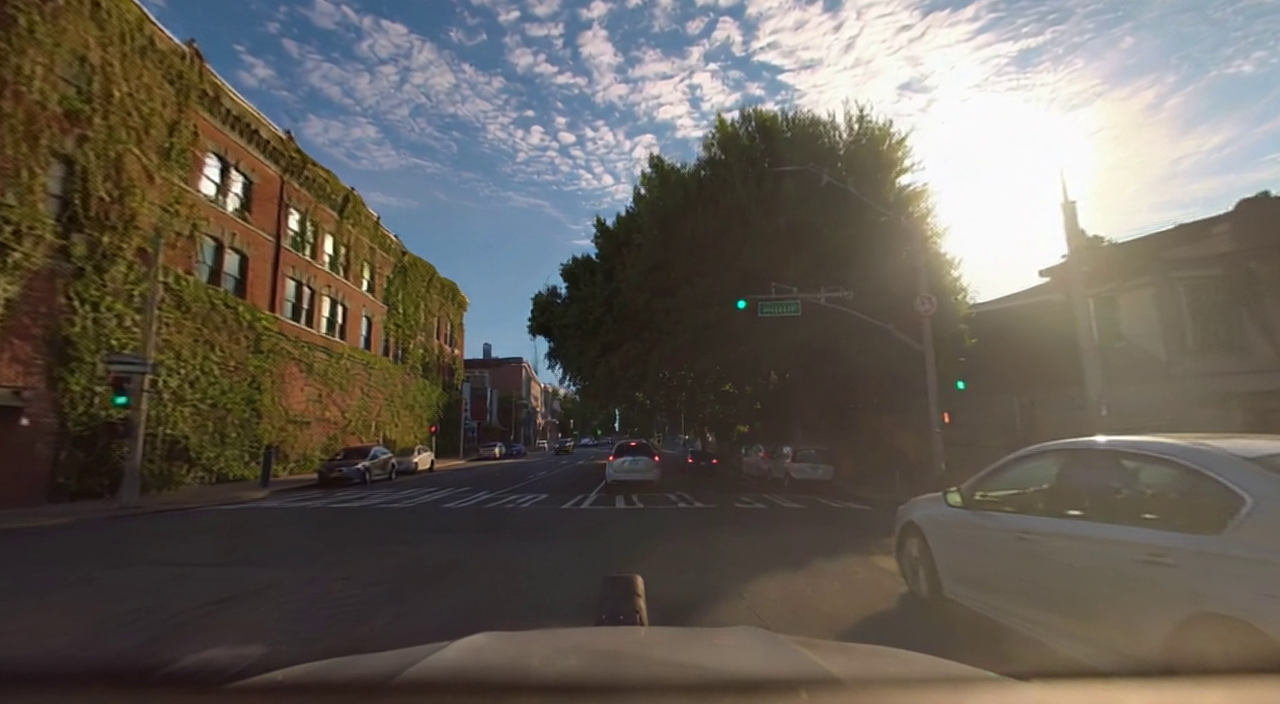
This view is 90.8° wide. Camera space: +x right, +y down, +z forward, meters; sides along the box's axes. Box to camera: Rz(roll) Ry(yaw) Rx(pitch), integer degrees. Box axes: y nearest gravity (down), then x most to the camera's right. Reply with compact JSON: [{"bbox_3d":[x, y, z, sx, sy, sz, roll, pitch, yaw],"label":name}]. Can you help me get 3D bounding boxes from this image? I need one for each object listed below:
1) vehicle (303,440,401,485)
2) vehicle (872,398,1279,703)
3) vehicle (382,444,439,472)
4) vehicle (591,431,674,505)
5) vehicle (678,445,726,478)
[{"bbox_3d":[-14.273,5.476,31.782,2.191,2.011,5.556,0,-8,2],"label":"vehicle"},{"bbox_3d":[3.261,1.140,3.723,2.026,1.499,4.662,0,-8,0],"label":"vehicle"},{"bbox_3d":[-14.311,6.609,39.667,1.891,1.659,4.360,0,-8,0],"label":"vehicle"},{"bbox_3d":[-0.230,3.287,18.363,2.105,1.842,4.537,0,-8,-1],"label":"vehicle"},{"bbox_3d":[2.901,5.249,30.537,1.852,1.462,4.155,0,-8,-1],"label":"vehicle"}]
